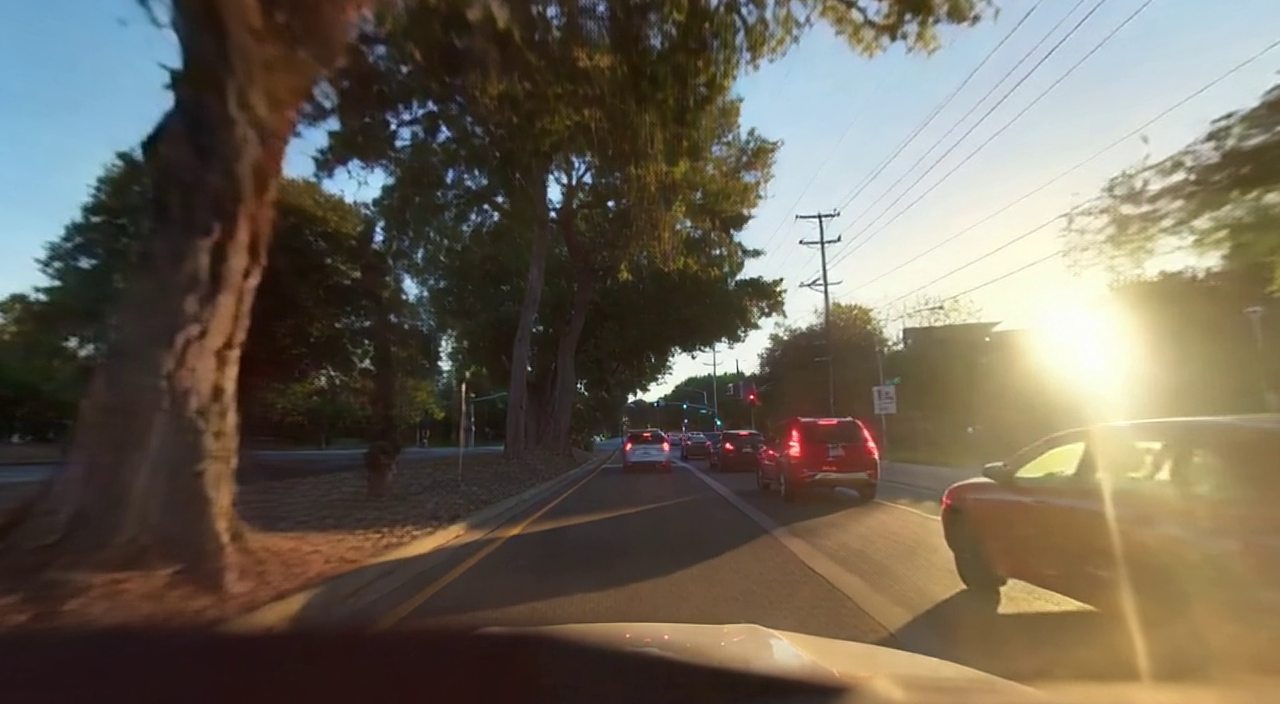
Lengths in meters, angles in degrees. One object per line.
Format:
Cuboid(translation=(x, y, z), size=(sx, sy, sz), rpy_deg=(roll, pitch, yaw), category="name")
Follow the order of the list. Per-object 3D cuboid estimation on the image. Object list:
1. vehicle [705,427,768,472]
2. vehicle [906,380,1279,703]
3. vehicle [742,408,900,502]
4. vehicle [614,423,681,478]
Cuboid(translation=(3.758, 3.871, 25.307), size=(1.923, 1.653, 3.703), rpy_deg=(-1, -8, 0), category="vehicle")
Cuboid(translation=(3.727, 1.097, 4.333), size=(1.881, 1.512, 4.294), rpy_deg=(-1, -8, -1), category="vehicle")
Cuboid(translation=(4.025, 2.412, 15.156), size=(2.254, 1.840, 4.918), rpy_deg=(0, -8, -1), category="vehicle")
Cuboid(translation=(0.237, 3.483, 22.610), size=(2.163, 1.746, 4.073), rpy_deg=(-1, -8, 0), category="vehicle")
